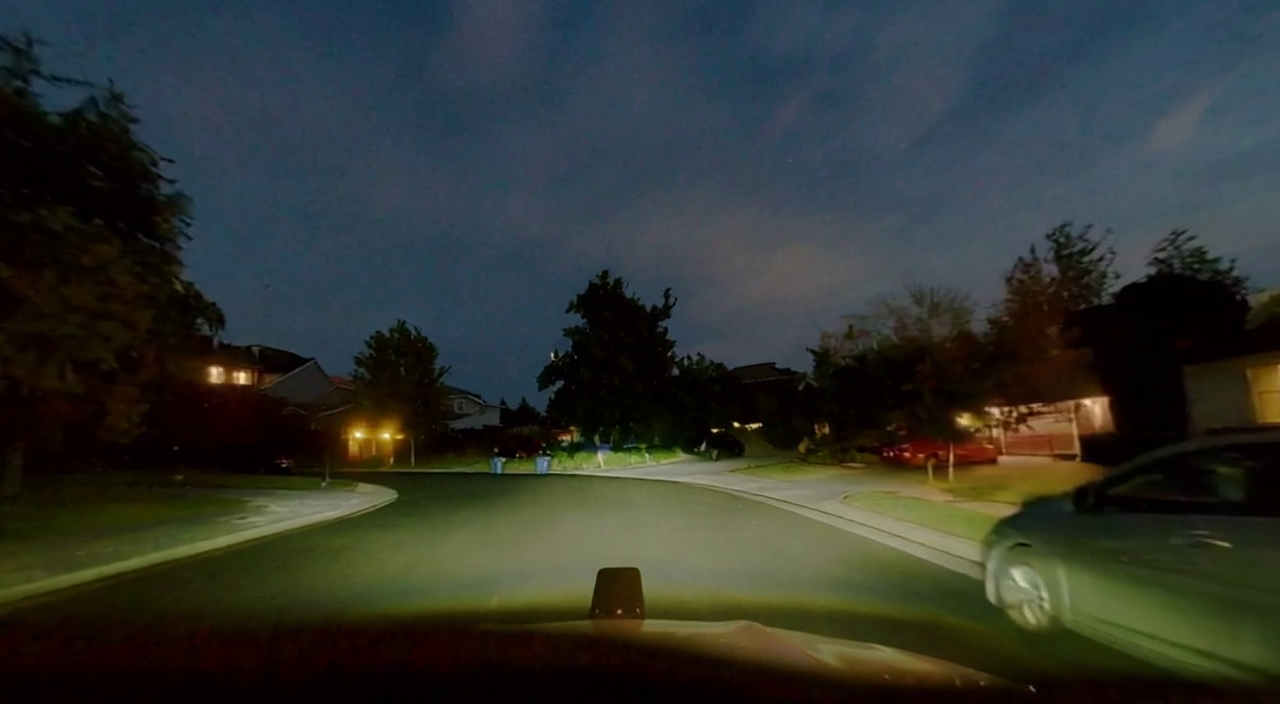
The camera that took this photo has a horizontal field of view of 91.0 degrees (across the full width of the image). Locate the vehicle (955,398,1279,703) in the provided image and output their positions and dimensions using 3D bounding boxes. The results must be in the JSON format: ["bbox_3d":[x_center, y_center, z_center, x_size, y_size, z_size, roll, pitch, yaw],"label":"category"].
[{"bbox_3d":[3.441,0.914,2.335,1.998,1.489,4.722,0,-9,-1],"label":"vehicle"}]

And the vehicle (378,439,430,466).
[{"bbox_3d":[-17.637,7.505,47.272,1.987,1.484,4.477,-1,-3,4],"label":"vehicle"}]

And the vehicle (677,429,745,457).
[{"bbox_3d":[4.900,6.246,42.899,2.208,1.773,5.065,-7,-11,39],"label":"vehicle"}]

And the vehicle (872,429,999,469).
[{"bbox_3d":[11.374,3.718,24.277,4.252,1.429,1.907,3,-9,-20],"label":"vehicle"}]

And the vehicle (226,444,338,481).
[{"bbox_3d":[-16.911,5.201,29.791,4.330,1.657,2.037,-3,-9,15],"label":"vehicle"}]

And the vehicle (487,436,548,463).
[{"bbox_3d":[-8.526,6.846,44.367,2.064,1.758,5.132,-3,-9,16],"label":"vehicle"}]
